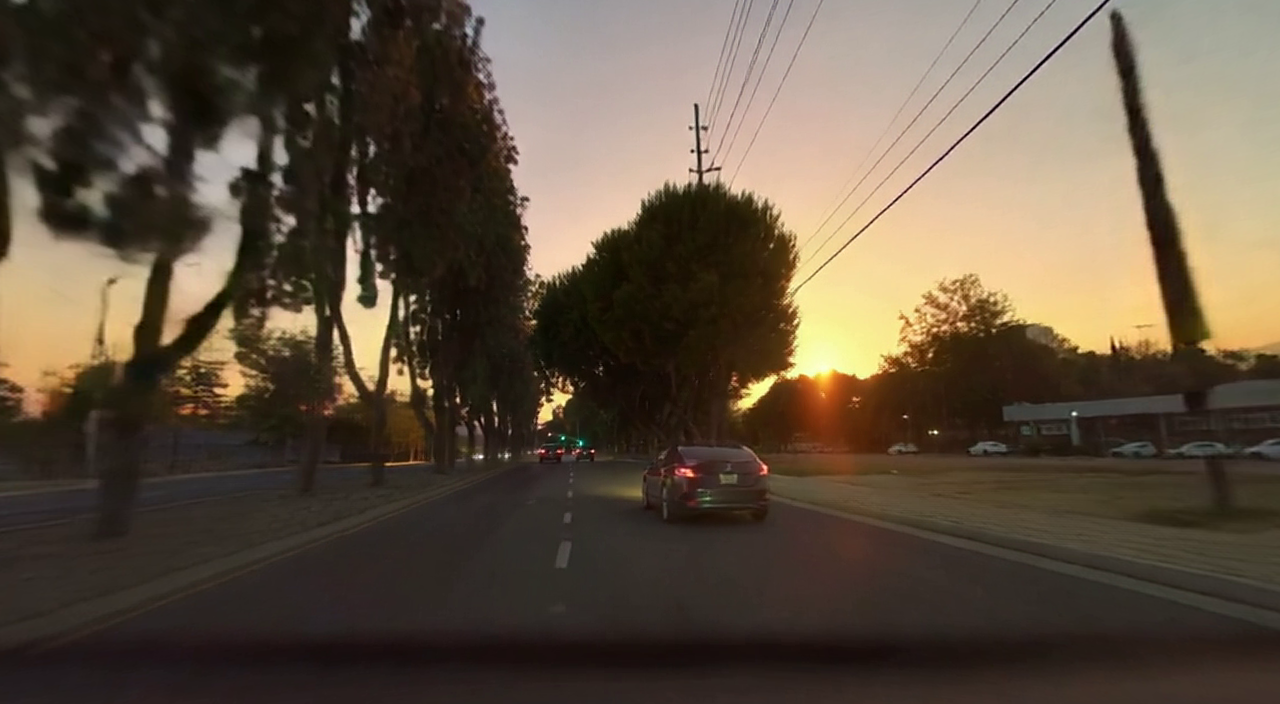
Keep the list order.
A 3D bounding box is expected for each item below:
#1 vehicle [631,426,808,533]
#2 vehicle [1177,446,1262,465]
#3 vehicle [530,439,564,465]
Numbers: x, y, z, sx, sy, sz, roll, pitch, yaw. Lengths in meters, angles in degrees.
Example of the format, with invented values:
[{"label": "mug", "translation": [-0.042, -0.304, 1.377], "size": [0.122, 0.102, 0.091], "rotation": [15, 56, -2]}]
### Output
[{"label": "vehicle", "translation": [1.204, 2.325, 12.168], "size": [2.235, 1.597, 4.918], "rotation": [1, -9, -7]}, {"label": "vehicle", "translation": [43.345, 7.729, 47.205], "size": [1.733, 1.399, 4.510], "rotation": [1, -9, -7]}, {"label": "vehicle", "translation": [-6.481, 7.042, 44.443], "size": [2.189, 1.776, 4.342], "rotation": [1, -9, -6]}]
